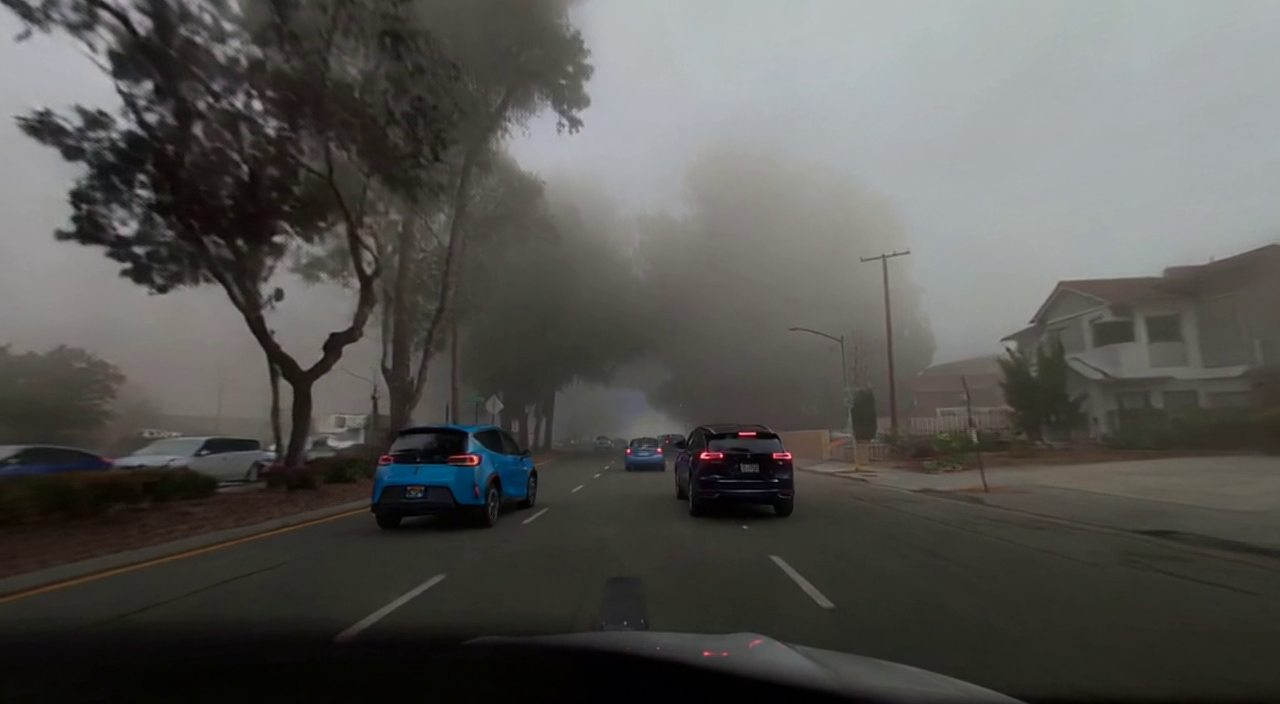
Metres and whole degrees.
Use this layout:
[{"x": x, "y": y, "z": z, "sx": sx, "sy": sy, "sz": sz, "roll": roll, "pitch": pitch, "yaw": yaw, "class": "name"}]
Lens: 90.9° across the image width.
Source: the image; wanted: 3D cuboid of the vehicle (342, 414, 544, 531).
[{"x": -3.233, "y": 2.101, "z": 11.569, "sx": 2.043, "sy": 1.687, "sz": 4.676, "roll": 0, "pitch": -8, "yaw": 2, "class": "vehicle"}]

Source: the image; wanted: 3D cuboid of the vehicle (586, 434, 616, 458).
[{"x": -2.979, "y": 7.351, "z": 49.233, "sx": 2.014, "sy": 1.755, "sz": 4.360, "roll": 0, "pitch": -8, "yaw": 1, "class": "vehicle"}]

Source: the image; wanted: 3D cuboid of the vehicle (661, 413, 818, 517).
[{"x": 1.770, "y": 2.245, "z": 12.943, "sx": 2.280, "sy": 1.747, "sz": 4.361, "roll": 1, "pitch": -8, "yaw": -3, "class": "vehicle"}]

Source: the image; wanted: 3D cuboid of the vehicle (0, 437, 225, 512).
[{"x": -12.394, "y": 2.786, "z": 14.916, "sx": 1.833, "sy": 1.469, "sz": 4.650, "roll": 0, "pitch": -8, "yaw": 2, "class": "vehicle"}]

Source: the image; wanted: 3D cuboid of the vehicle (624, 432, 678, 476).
[{"x": 0.401, "y": 3.908, "z": 24.312, "sx": 1.922, "sy": 1.579, "sz": 3.642, "roll": 0, "pitch": -8, "yaw": 0, "class": "vehicle"}]

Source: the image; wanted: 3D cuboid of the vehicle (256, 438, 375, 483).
[{"x": -11.942, "y": 4.015, "z": 23.617, "sx": 1.923, "sy": 1.490, "sz": 4.501, "roll": 0, "pitch": -8, "yaw": 2, "class": "vehicle"}]
